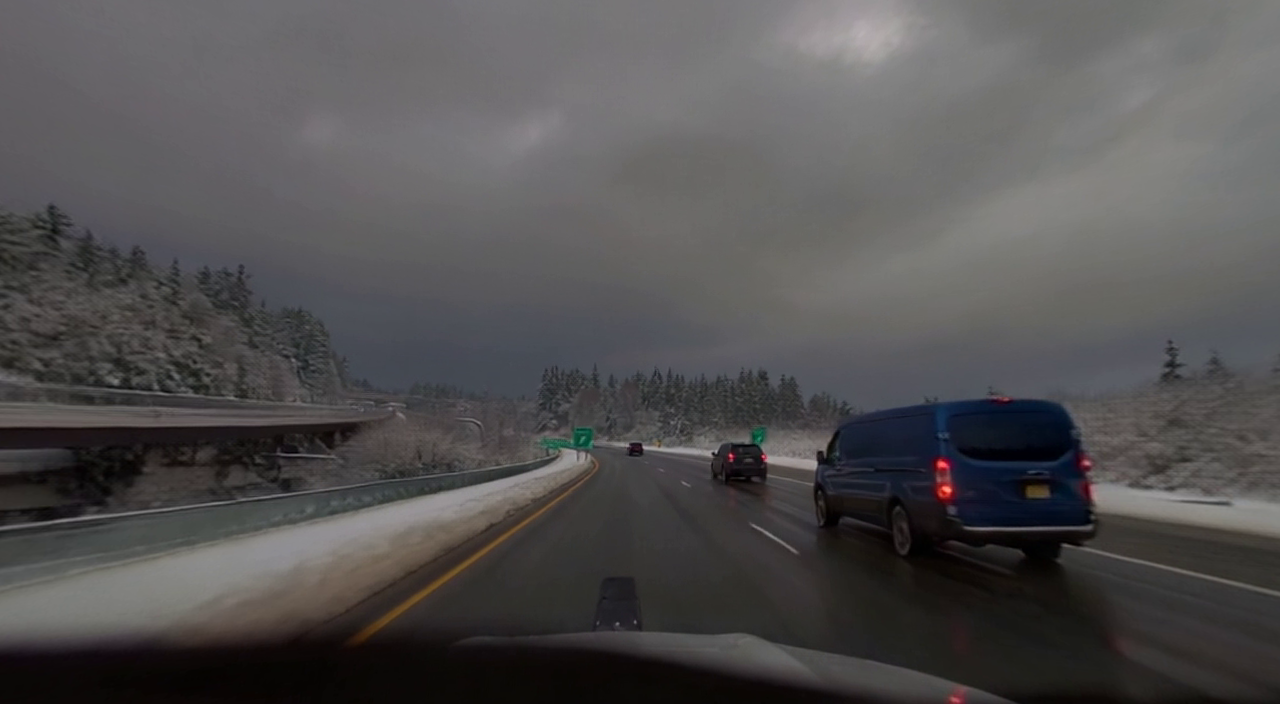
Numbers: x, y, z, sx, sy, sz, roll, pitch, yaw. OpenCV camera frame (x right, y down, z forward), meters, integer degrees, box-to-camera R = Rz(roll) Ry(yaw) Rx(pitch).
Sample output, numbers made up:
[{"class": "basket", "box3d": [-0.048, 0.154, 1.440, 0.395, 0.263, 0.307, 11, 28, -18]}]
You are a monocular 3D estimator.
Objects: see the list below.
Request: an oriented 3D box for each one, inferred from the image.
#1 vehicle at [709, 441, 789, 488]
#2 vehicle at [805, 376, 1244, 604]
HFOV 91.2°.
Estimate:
[{"class": "vehicle", "box3d": [3.840, 4.036, 22.756, 1.952, 1.536, 4.036, 0, -9, -3]}, {"class": "vehicle", "box3d": [3.965, 1.555, 7.916, 2.205, 1.923, 4.956, 0, -9, -2]}]
